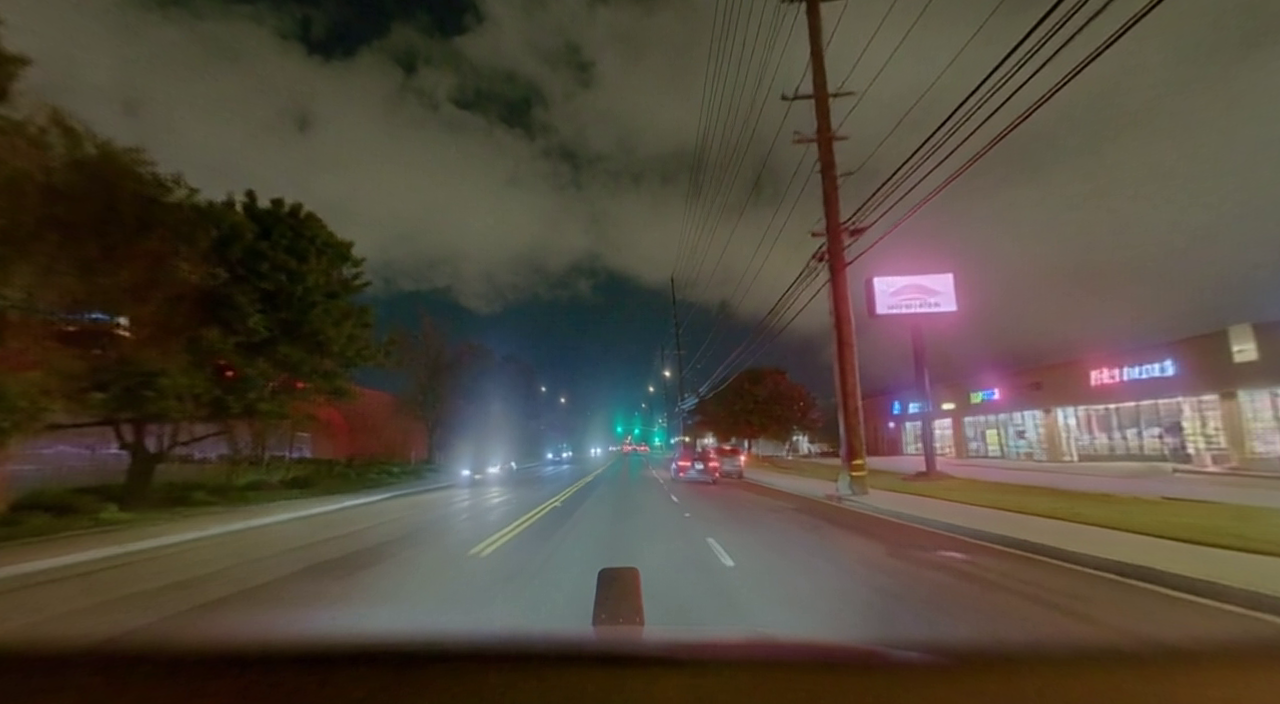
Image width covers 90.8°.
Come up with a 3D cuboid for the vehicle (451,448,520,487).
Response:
[{"bbox_3d":[-6.478,4.869,26.996,1.868,1.466,4.397,0,-9,0],"label":"vehicle"}]

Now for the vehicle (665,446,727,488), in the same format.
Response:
[{"bbox_3d":[2.068,4.403,24.532,1.975,1.497,3.647,0,-9,-2],"label":"vehicle"}]
